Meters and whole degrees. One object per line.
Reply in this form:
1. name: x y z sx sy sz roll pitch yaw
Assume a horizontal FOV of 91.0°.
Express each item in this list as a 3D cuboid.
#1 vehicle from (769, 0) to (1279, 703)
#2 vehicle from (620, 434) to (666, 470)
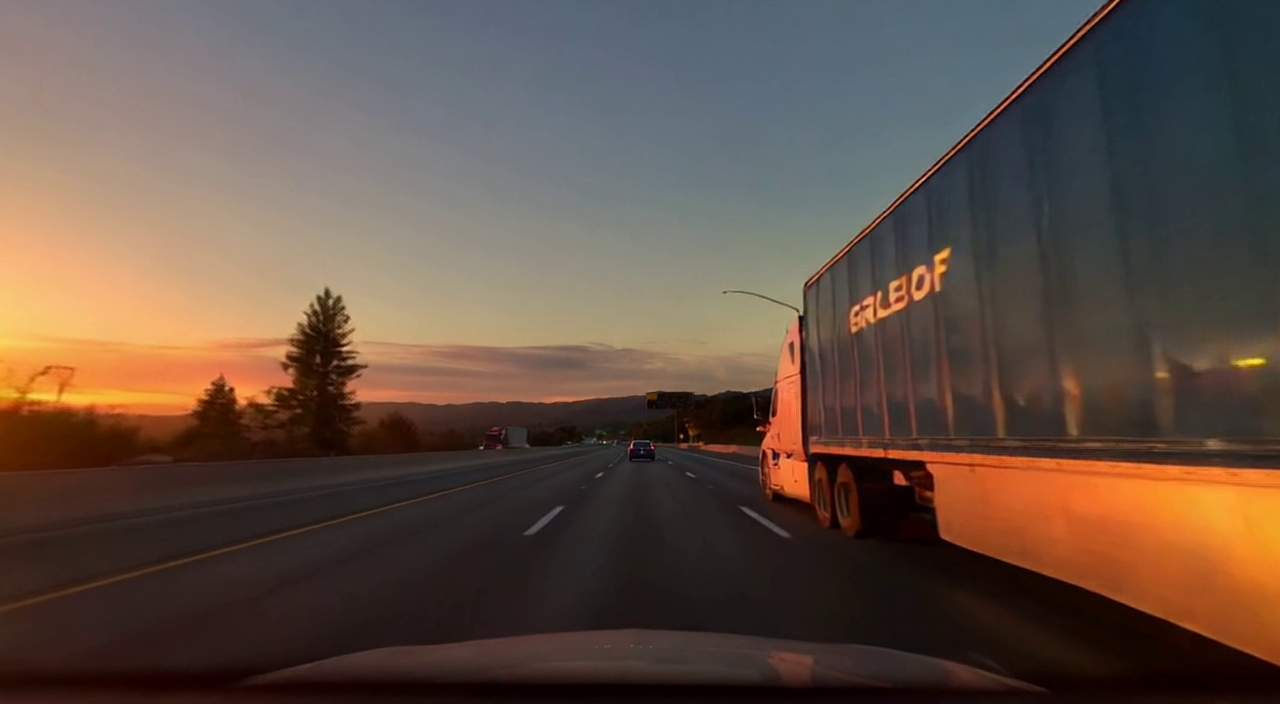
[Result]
1. vehicle: 4.255 -0.009 5.427 2.936 4.125 15.204 0 -8 -1
2. vehicle: 0.144 4.874 30.846 2.111 1.635 4.177 0 -8 0
